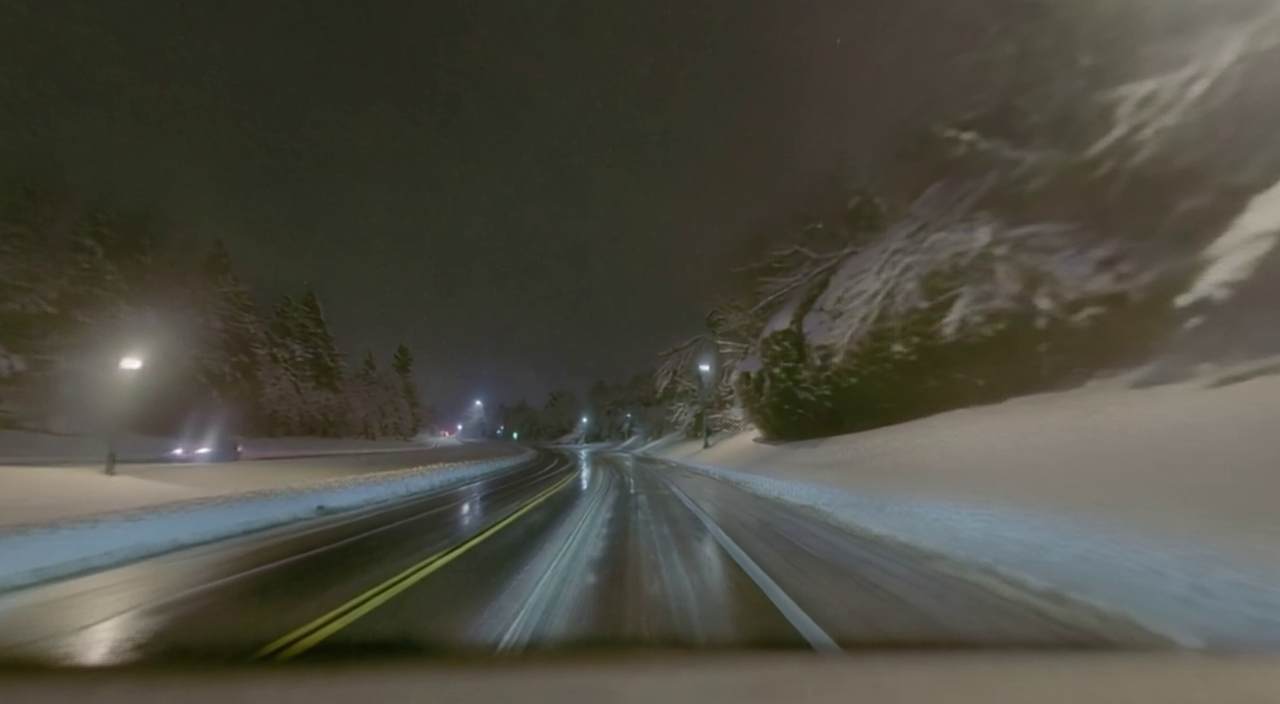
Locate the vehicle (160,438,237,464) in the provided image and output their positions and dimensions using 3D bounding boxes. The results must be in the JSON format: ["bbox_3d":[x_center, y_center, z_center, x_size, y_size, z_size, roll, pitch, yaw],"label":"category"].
[{"bbox_3d":[-27.322,6.149,39.188,1.826,1.469,4.432,0,-9,-4],"label":"vehicle"}]
